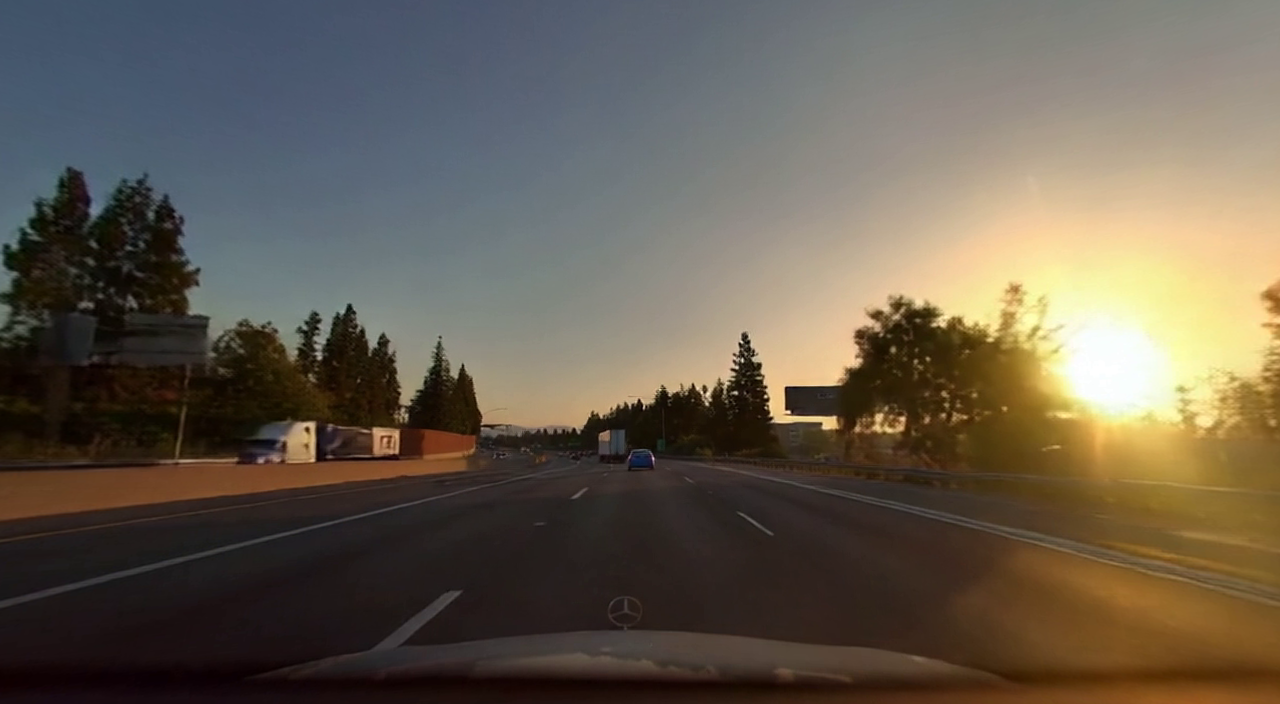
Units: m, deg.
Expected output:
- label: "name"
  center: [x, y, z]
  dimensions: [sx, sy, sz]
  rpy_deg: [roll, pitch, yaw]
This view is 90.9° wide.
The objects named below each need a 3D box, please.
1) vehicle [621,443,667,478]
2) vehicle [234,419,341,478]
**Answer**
- label: "vehicle"
  center: [0.107, 5.155, 30.196]
  dimensions: [2.042, 1.528, 4.300]
  rpy_deg: [0, -8, -2]
- label: "vehicle"
  center: [-25.325, 7.003, 45.985]
  dimensions: [3.016, 3.920, 8.421]
  rpy_deg: [0, -8, -1]
